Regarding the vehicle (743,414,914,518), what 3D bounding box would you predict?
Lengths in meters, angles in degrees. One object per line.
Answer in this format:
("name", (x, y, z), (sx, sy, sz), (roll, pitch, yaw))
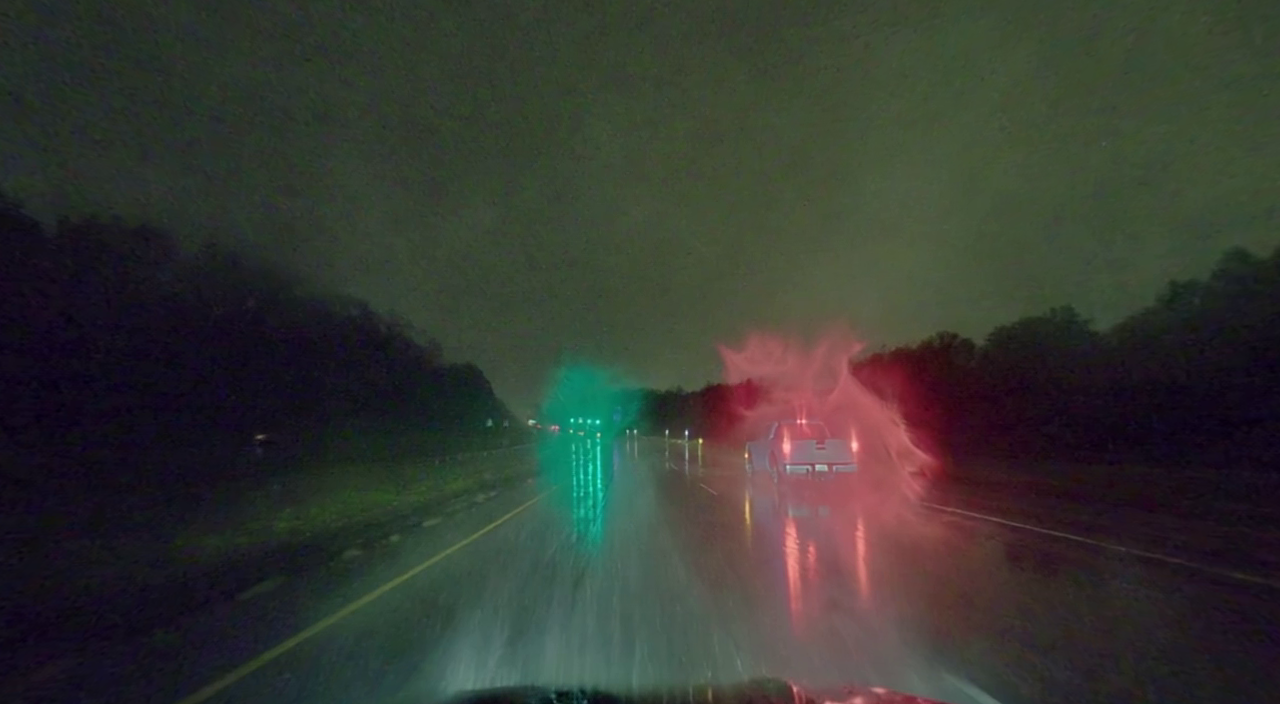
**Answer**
("vehicle", (3.387, 2.118, 12.303), (1.941, 1.655, 4.137), (0, -8, -2))
